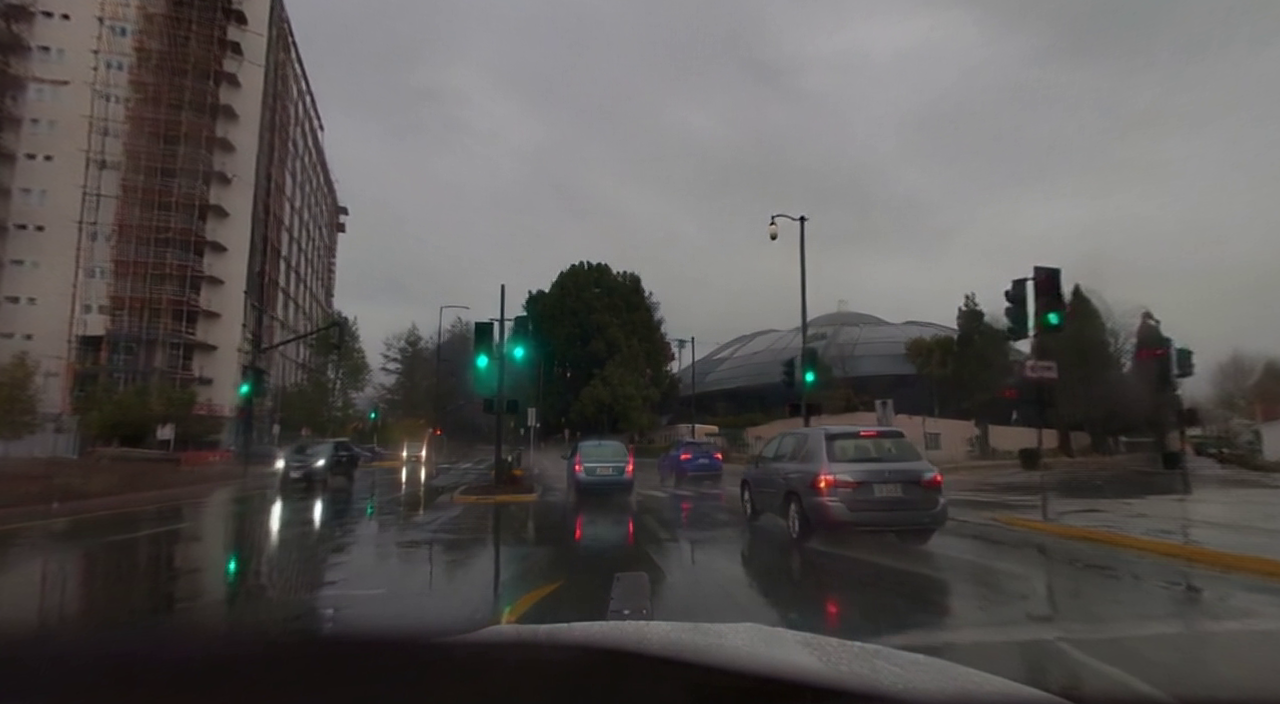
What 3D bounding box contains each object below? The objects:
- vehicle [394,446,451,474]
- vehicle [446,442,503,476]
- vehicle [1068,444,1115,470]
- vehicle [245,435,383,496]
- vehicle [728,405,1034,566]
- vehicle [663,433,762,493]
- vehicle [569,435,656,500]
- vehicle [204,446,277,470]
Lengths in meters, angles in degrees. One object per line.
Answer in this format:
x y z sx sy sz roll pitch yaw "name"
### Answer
-12.617 6.274 36.880 2.013 1.466 4.430 0 -9 -4 "vehicle"
-8.468 5.502 32.630 2.092 1.629 4.133 0 -9 -4 "vehicle"
33.040 7.637 46.238 2.094 1.750 5.139 -5 -10 28 "vehicle"
-10.238 3.588 20.314 2.303 1.692 4.571 0 -9 -5 "vehicle"
3.079 1.851 9.578 2.320 1.772 4.872 0 -9 -6 "vehicle"
2.215 3.570 20.654 2.103 1.710 4.396 1 -9 -9 "vehicle"
-0.914 3.266 18.182 2.132 1.632 3.889 1 -9 -8 "vehicle"
-26.076 6.863 41.090 4.653 1.459 2.228 -5 -10 33 "vehicle"
